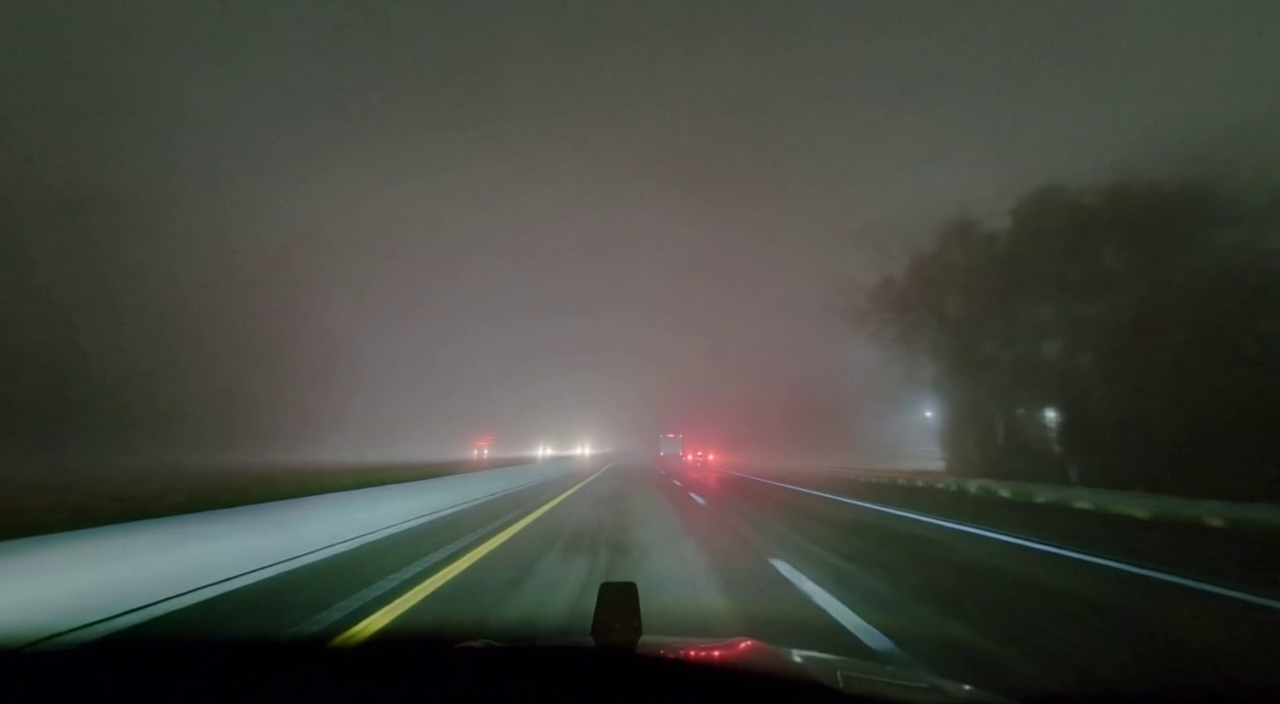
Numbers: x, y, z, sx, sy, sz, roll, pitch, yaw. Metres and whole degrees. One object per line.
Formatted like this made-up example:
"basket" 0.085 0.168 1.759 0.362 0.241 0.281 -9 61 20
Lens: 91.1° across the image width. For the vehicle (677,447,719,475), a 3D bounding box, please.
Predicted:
"vehicle" 3.128 5.985 34.738 1.836 1.459 3.766 0 -9 -2
